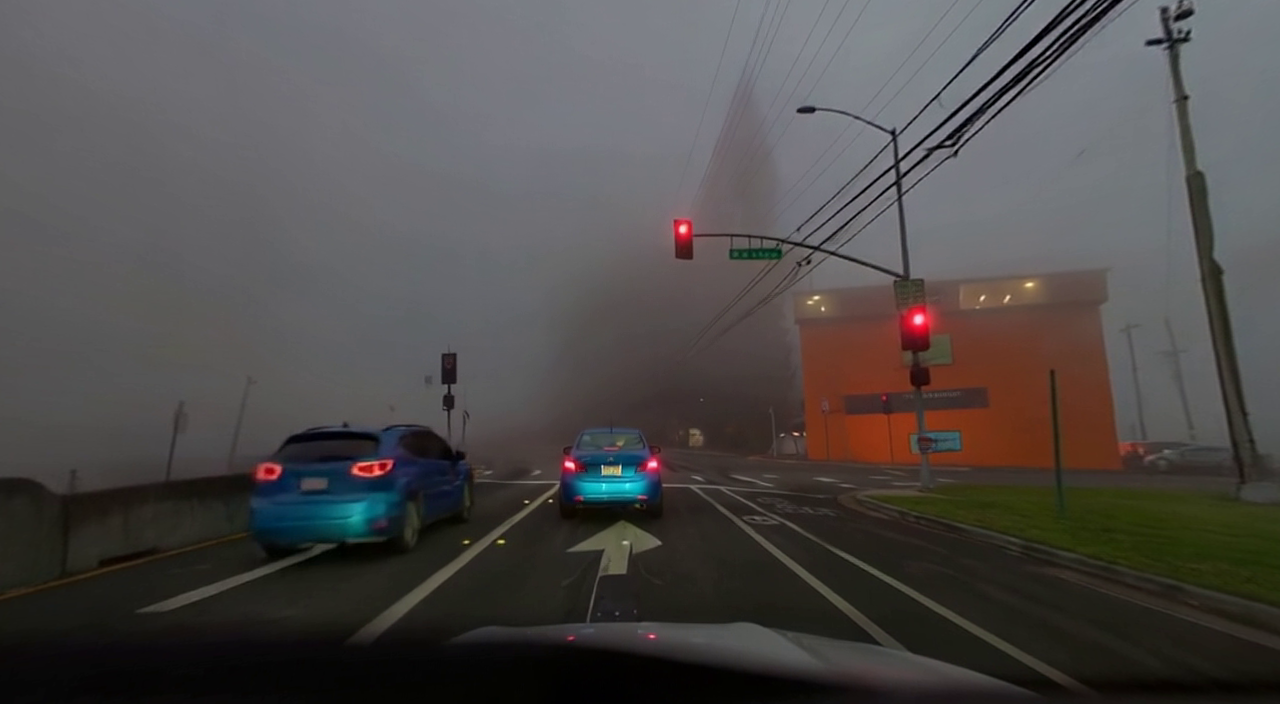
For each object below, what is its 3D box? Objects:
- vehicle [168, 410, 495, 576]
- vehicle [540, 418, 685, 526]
[{"bbox_3d":[-3.454,1.646,8.230,2.097,1.573,4.284,0,-8,0],"label":"vehicle"},{"bbox_3d":[-0.414,2.006,11.116,2.123,1.566,3.662,0,-8,0],"label":"vehicle"}]
